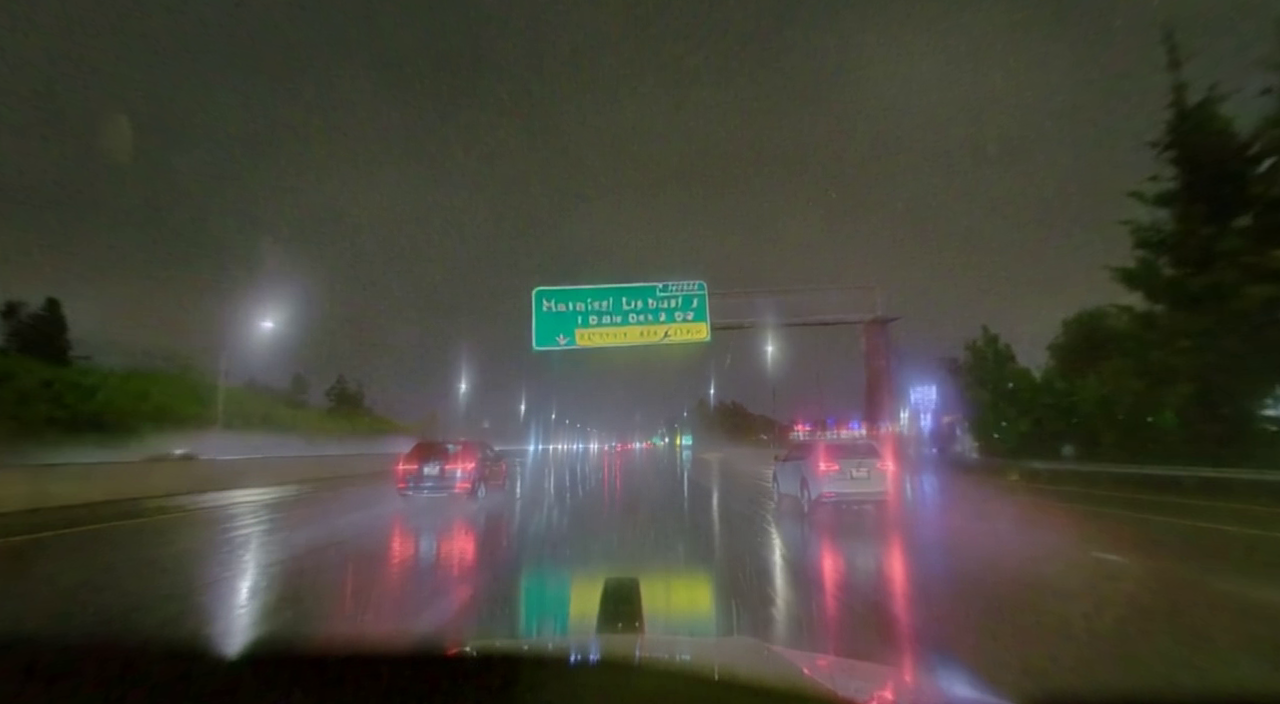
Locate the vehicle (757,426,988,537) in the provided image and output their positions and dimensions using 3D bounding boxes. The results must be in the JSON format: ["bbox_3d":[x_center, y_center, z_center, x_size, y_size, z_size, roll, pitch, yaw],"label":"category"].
[{"bbox_3d":[3.657,2.142,11.189,2.164,1.507,4.914,0,-8,-1],"label":"vehicle"}]

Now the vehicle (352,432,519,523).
[{"bbox_3d":[-3.878,2.436,12.875,1.939,1.508,4.272,0,-8,1],"label":"vehicle"}]

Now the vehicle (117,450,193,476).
[{"bbox_3d":[-26.898,6.127,35.114,1.574,1.304,3.400,0,-8,-2],"label":"vehicle"}]
